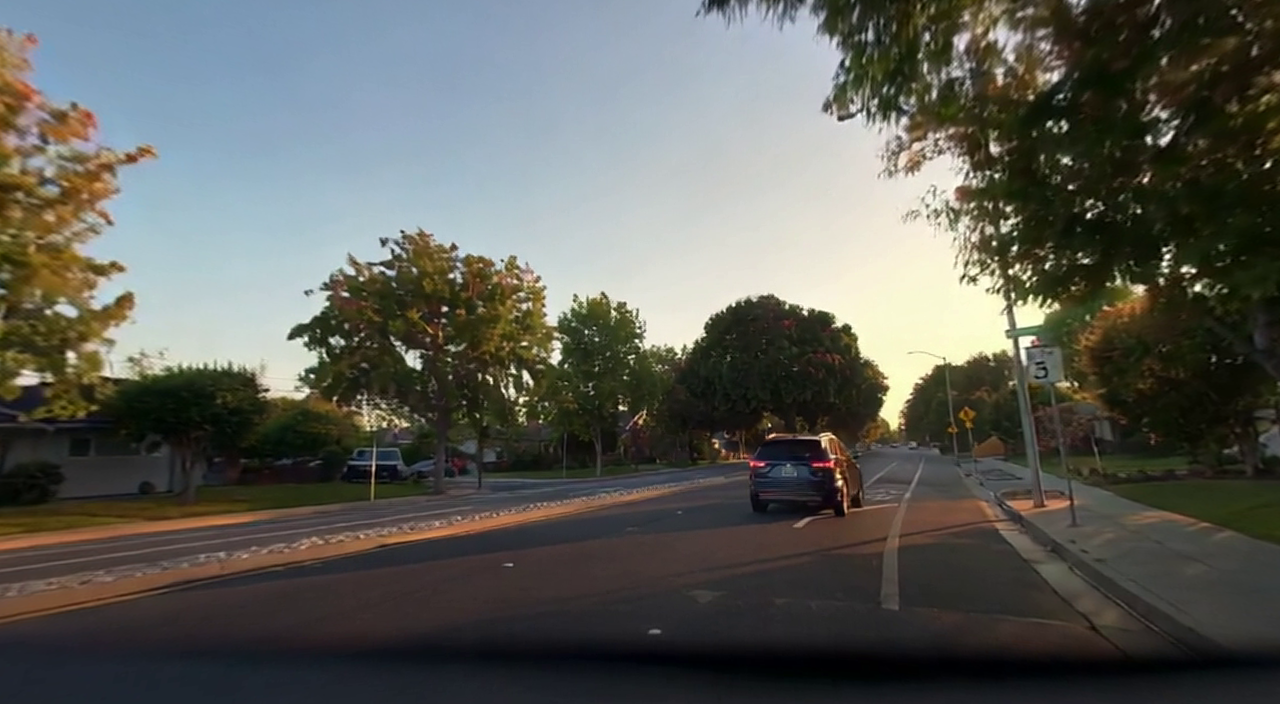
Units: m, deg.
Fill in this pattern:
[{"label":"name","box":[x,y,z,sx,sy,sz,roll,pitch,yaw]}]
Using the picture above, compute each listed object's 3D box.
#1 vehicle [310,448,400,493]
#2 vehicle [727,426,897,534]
[{"label":"vehicle","box":[-18.496,7.683,41.222,2.329,2.631,5.560,-5,-10,15]},{"label":"vehicle","box":[3.633,2.438,12.664,2.018,1.733,4.546,-6,-10,31]}]
